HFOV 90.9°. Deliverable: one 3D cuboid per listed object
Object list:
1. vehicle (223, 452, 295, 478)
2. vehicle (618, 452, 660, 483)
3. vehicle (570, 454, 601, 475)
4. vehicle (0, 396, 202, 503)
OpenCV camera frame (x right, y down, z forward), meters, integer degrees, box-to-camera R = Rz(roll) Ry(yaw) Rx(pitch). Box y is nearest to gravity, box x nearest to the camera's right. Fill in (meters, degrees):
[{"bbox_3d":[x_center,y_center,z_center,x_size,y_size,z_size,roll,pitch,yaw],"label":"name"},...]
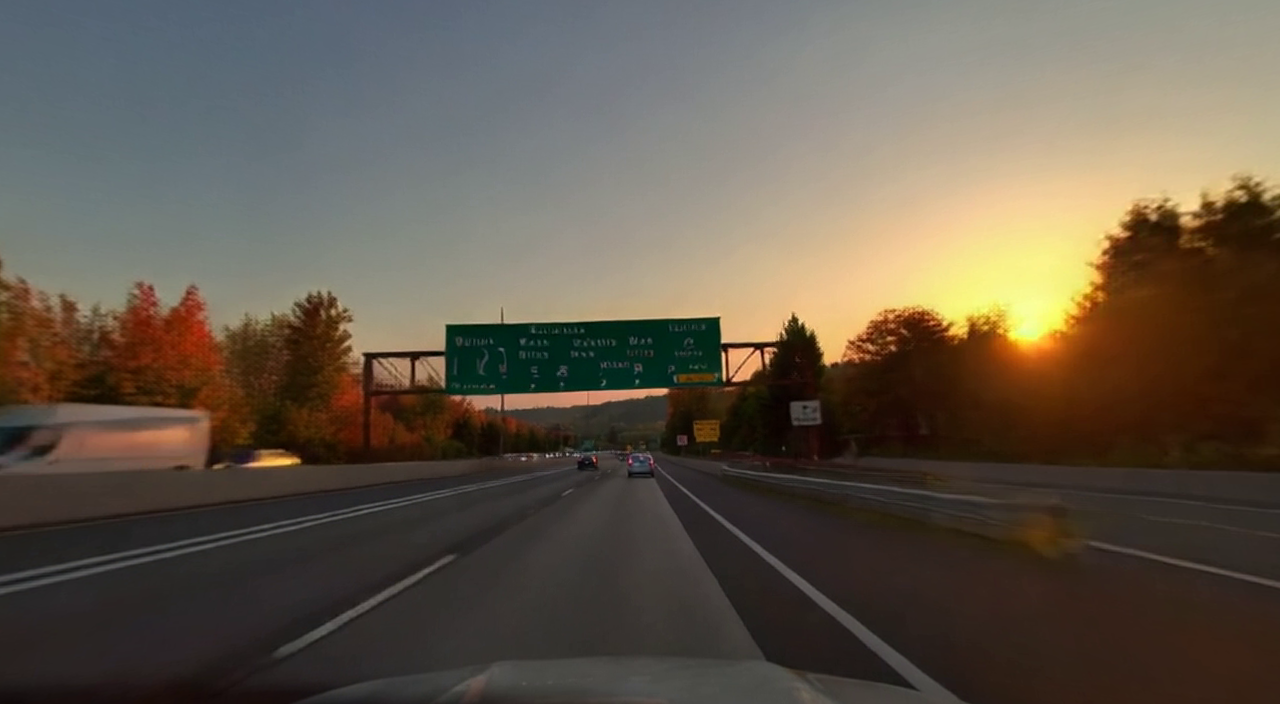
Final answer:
[{"bbox_3d":[-24.443,7.264,40.662,1.942,1.583,4.563,0,-9,-3],"label":"vehicle"},{"bbox_3d":[-0.055,5.873,32.195,2.002,1.449,3.612,0,-9,-1],"label":"vehicle"},{"bbox_3d":[-3.977,8.324,46.756,1.877,1.504,3.799,0,-9,1],"label":"vehicle"},{"bbox_3d":[-23.928,4.301,27.538,2.934,3.856,9.459,0,-9,-2],"label":"vehicle"}]
